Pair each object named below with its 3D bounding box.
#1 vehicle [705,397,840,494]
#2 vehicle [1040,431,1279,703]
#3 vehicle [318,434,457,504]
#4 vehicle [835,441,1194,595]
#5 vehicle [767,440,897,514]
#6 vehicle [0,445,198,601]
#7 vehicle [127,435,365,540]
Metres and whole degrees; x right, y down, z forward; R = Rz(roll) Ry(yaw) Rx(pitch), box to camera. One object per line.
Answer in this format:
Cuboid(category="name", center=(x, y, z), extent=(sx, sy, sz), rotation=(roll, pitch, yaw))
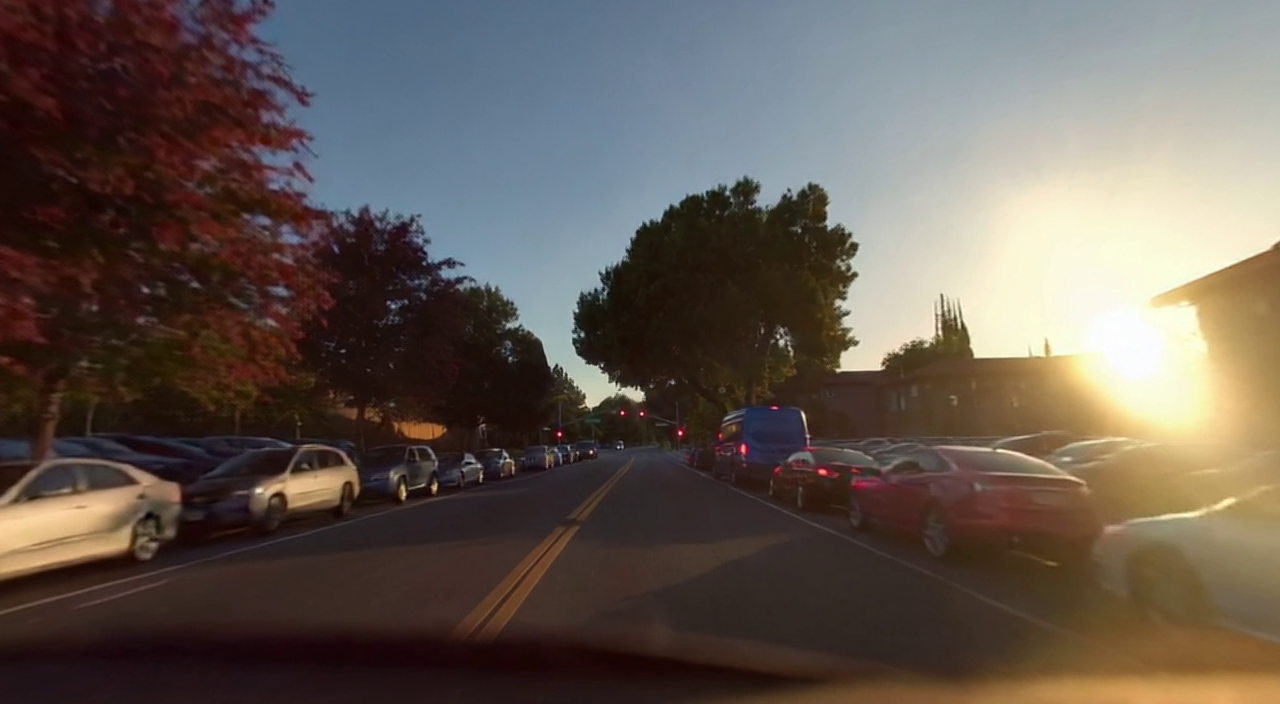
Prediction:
Cuboid(category="vehicle", center=(4.299, 3.270, 22.219), extent=(3.089, 2.882, 6.770), rotation=(0, -8, -2))
Cuboid(category="vehicle", center=(4.303, 1.110, 3.045), extent=(1.804, 1.453, 4.462), rotation=(0, -8, 0))
Cuboid(category="vehicle", center=(-7.140, 3.334, 18.505), extent=(1.984, 1.745, 4.866), rotation=(0, -8, 1))
Cuboid(category="vehicle", center=(4.331, 1.935, 8.491), extent=(1.762, 1.444, 4.906), rotation=(0, -8, -1))
Cuboid(category="vehicle", center=(4.346, 2.852, 14.983), extent=(1.764, 1.494, 4.248), rotation=(0, -8, 0))
Cuboid(category="vehicle", center=(-7.044, 1.782, 6.745), extent=(1.775, 1.433, 4.011), rotation=(-2, -7, -1))
Cuboid(category="vehicle", center=(-7.159, 2.432, 12.103), extent=(1.874, 1.607, 4.174), rotation=(-1, -8, 0))
